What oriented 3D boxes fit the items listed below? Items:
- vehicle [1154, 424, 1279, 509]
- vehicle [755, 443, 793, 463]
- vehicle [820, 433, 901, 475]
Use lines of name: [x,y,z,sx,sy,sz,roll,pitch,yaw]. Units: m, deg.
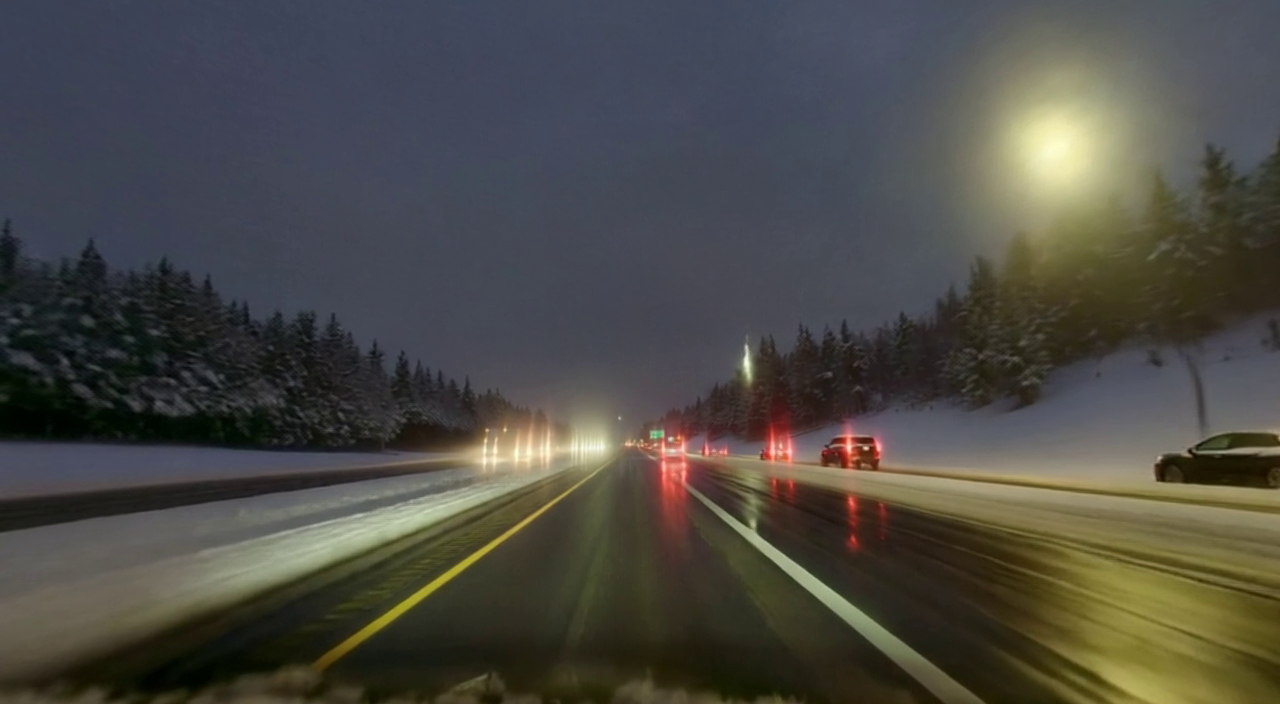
vehicle: [14.045,2.463,13.719,1.957,1.709,4.387,0,-8,-1]
vehicle: [10.393,7.849,49.137,1.931,1.479,4.183,0,-8,-2]
vehicle: [10.205,4.761,29.663,2.098,1.820,4.505,0,-8,-1]
